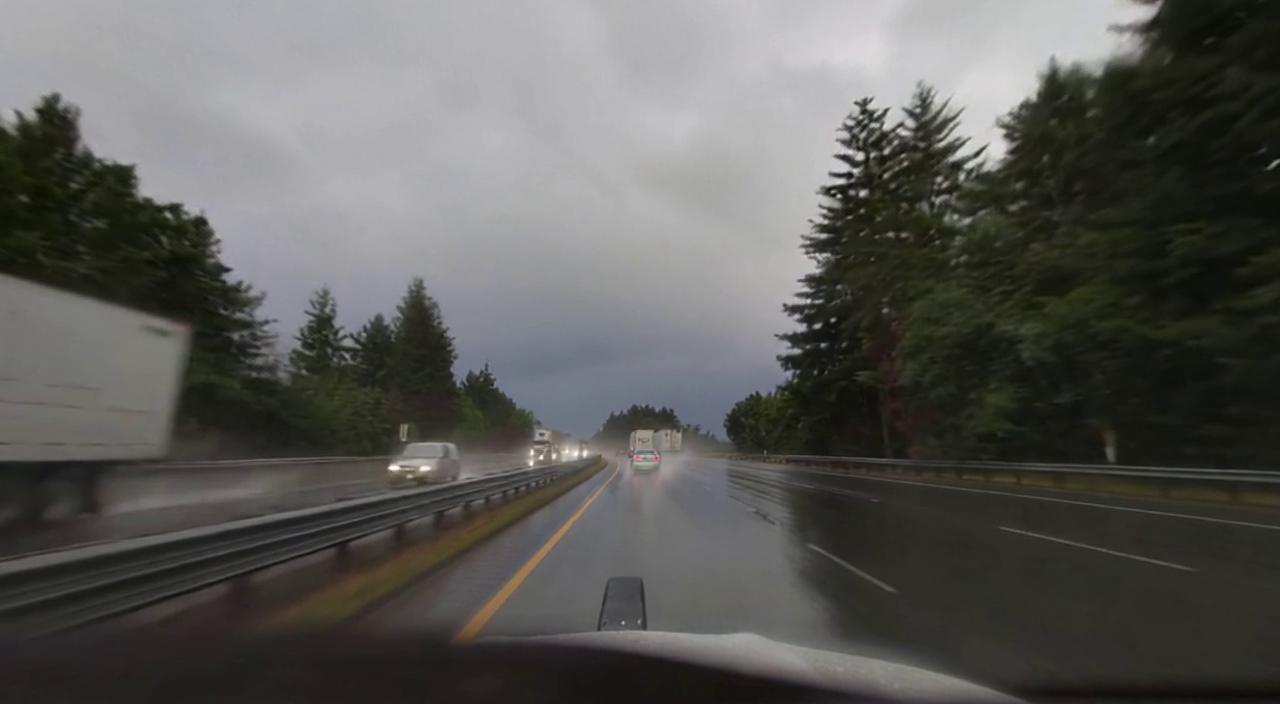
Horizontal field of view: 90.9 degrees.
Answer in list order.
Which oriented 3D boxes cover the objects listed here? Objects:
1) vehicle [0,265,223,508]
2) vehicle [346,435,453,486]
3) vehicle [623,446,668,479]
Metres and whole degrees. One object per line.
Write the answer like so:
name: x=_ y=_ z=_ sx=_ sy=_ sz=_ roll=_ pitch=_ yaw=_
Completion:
vehicle: x=-12.417 y=0.558 z=10.517 sx=2.927 sy=4.111 sz=12.019 roll=0 pitch=-9 yaw=-2
vehicle: x=-7.880 y=3.594 z=21.158 sx=1.872 sy=1.496 sz=4.373 roll=0 pitch=-9 yaw=-1
vehicle: x=0.216 y=5.439 z=31.207 sx=2.069 sy=1.523 sz=4.012 roll=0 pitch=-9 yaw=-2
